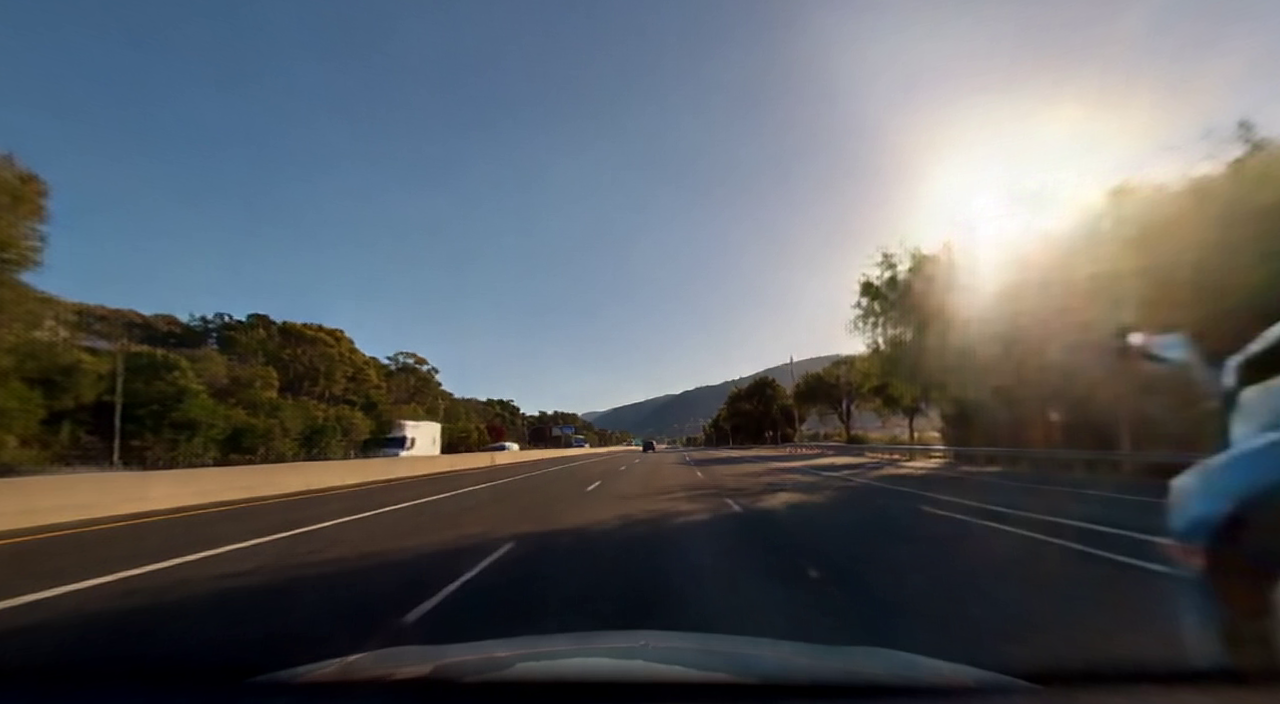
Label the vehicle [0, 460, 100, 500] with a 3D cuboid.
[{"bbox_3d":[-25.457,5.288,26.356,1.777,1.428,4.404,0,-8,2],"label":"vehicle"}]
